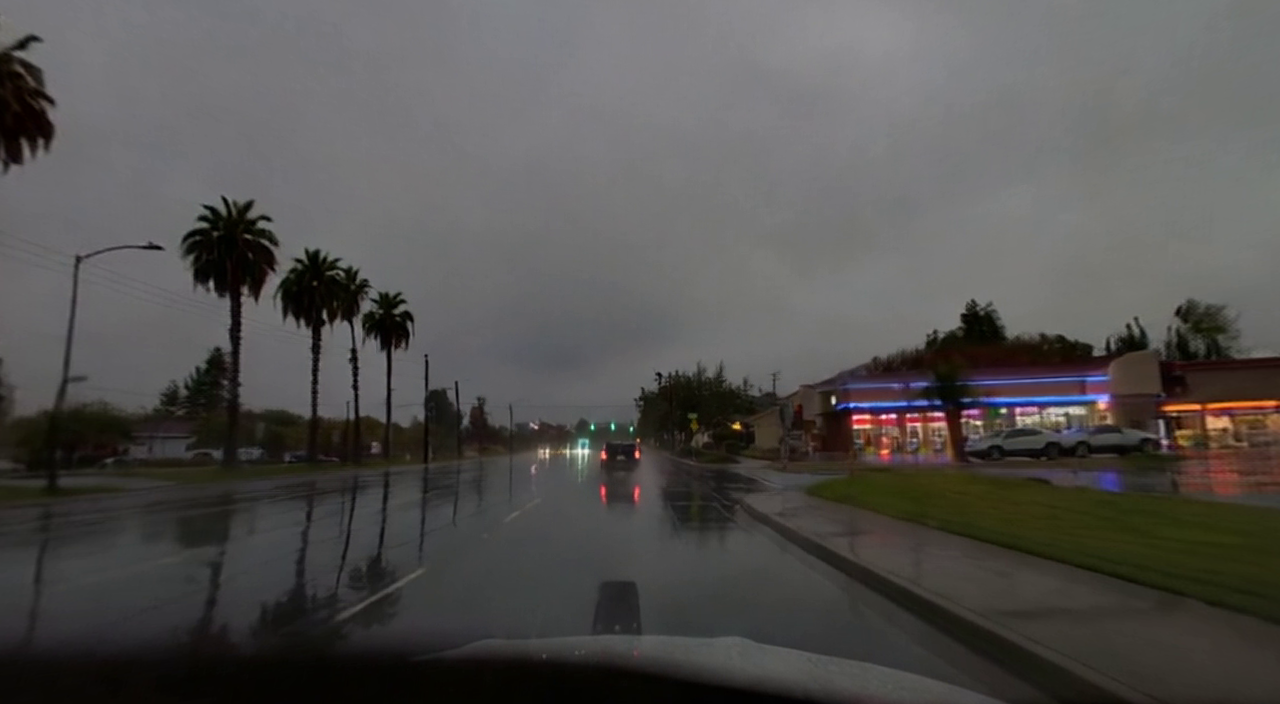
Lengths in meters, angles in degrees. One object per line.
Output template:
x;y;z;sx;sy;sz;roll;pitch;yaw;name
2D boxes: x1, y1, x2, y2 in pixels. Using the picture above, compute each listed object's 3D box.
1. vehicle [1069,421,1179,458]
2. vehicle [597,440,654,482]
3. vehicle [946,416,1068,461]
24.680;4.503;32.311;4.025;1.827;1.852;0;-9;-2;vehicle
-0.550;4.249;24.876;2.076;1.486;4.119;0;-8;-1;vehicle
18.553;4.416;32.128;4.747;2.178;2.336;0;-9;-2;vehicle
